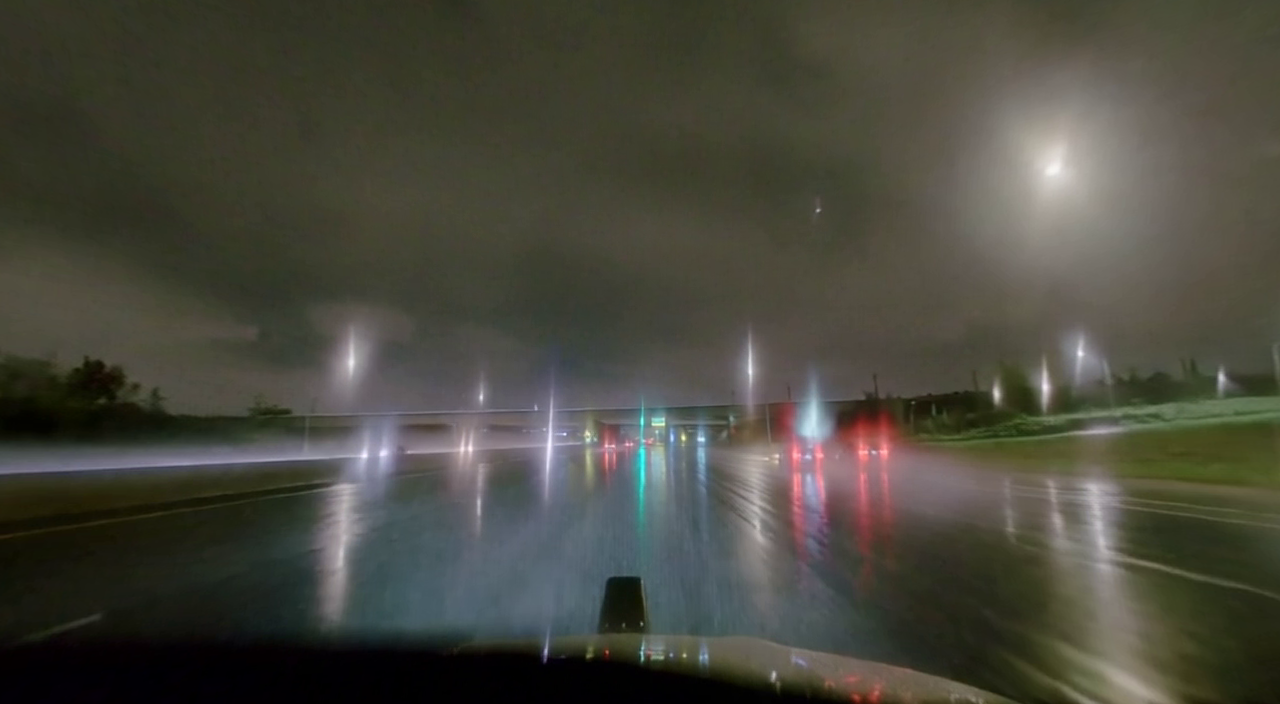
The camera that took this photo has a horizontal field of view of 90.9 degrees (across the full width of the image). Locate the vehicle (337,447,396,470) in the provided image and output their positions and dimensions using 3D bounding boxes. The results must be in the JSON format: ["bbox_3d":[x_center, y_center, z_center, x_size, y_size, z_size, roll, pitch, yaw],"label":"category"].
[{"bbox_3d":[-18.085,7.036,41.919,1.933,1.467,4.408,0,-9,0],"label":"vehicle"}]
